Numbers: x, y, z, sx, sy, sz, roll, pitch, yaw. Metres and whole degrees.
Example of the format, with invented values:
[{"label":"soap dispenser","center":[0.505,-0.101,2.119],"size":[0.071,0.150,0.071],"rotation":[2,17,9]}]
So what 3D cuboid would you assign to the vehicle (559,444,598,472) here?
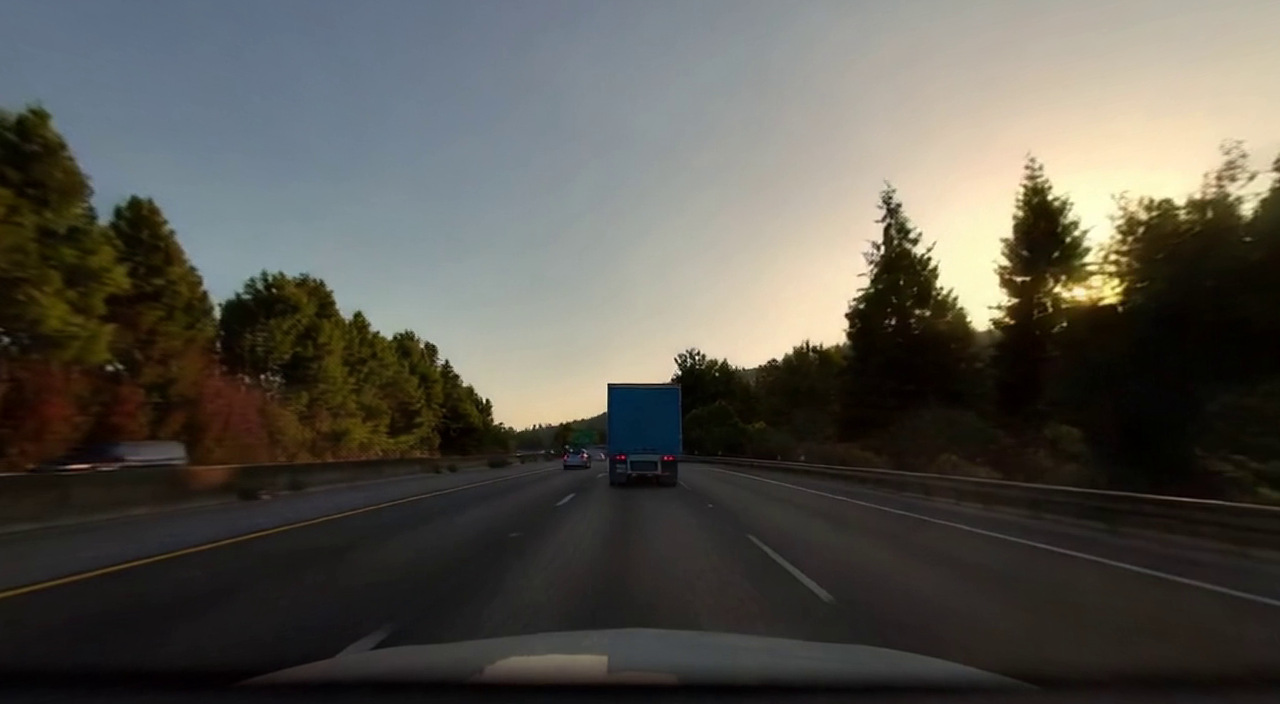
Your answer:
[{"label":"vehicle","center":[-3.886,6.800,40.568],"size":[2.018,1.632,4.722],"rotation":[0,-9,1]}]

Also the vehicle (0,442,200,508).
[{"label":"vehicle","center":[-16.463,3.701,19.481],"size":[2.008,1.748,4.967],"rotation":[0,-9,1]}]

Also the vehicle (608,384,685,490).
[{"label":"vehicle","center":[0.337,3.824,27.747],"size":[2.821,3.878,8.925],"rotation":[0,-9,1]}]
